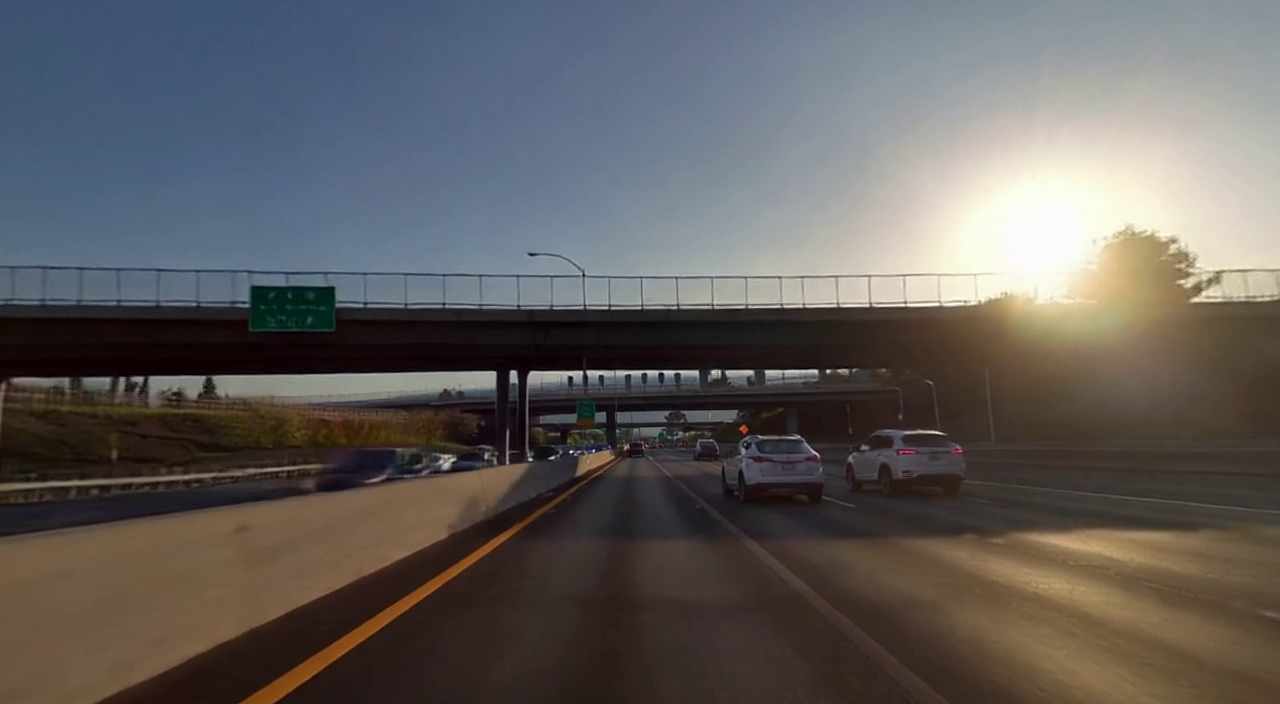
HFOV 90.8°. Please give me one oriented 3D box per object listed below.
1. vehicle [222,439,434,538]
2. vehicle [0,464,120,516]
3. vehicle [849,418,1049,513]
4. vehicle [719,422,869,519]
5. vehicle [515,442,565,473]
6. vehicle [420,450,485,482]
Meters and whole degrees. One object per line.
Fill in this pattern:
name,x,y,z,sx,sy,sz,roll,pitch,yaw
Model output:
vehicle,-5.690,2.506,12.256,1.948,1.554,4.122,0,-9,1
vehicle,-20.678,4.637,21.529,1.848,1.472,4.758,0,-9,0
vehicle,6.746,2.548,14.609,2.040,1.801,4.959,0,-9,-1
vehicle,3.023,2.435,13.474,2.059,1.711,4.302,0,-9,0
vehicle,-5.723,6.103,36.688,2.184,1.638,4.522,0,-9,0
vehicle,-9.457,5.766,32.249,2.020,1.494,4.353,0,-9,0
